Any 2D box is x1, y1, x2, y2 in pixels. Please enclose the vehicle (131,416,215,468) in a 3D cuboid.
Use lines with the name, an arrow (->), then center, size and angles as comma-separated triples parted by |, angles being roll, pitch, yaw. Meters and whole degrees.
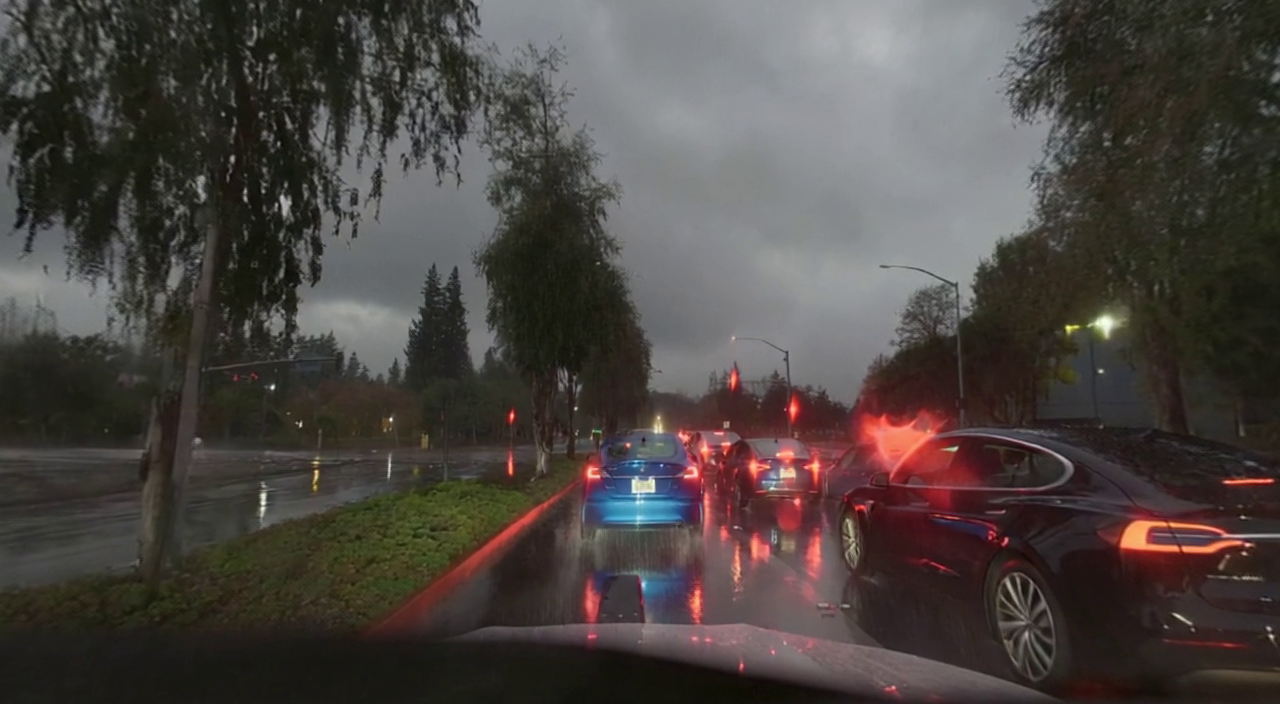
vehicle -> -29.259, 5.627, 39.691 | 2.608, 2.990, 3.026 | 2, -8, 3

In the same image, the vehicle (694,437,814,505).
vehicle -> 2.690, 2.930, 16.036 | 2.058, 1.466, 4.208 | 0, -8, -3

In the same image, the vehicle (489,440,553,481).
vehicle -> -4.643, 4.288, 25.255 | 1.972, 1.457, 4.171 | 0, -8, -4

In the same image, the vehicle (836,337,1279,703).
vehicle -> 3.182, 1.104, 4.293 | 2.167, 1.676, 4.443 | 0, -8, -1

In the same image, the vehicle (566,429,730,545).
vehicle -> 0.025, 2.084, 10.460 | 2.147, 1.499, 4.240 | 0, -8, -2
